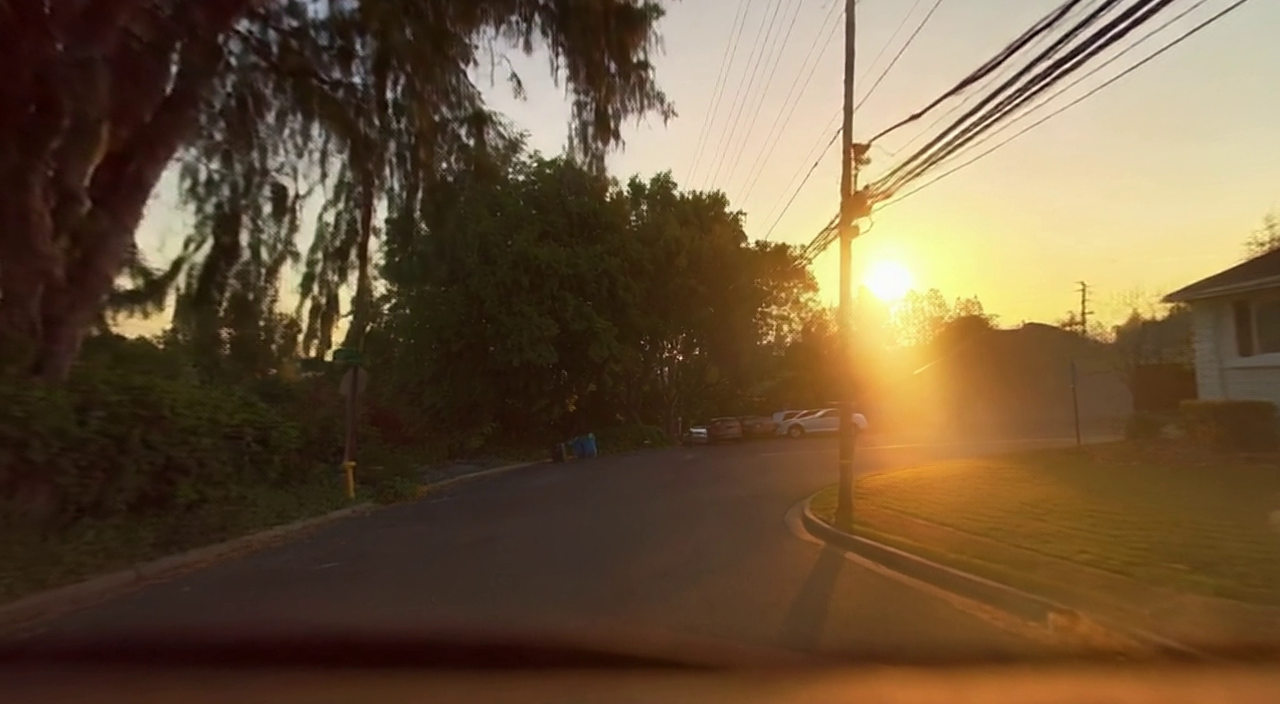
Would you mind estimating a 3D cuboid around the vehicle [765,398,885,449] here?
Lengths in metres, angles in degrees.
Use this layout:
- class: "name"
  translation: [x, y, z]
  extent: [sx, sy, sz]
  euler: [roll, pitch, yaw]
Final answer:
- class: "vehicle"
  translation: [7.876, 3.105, 26.898]
  extent: [4.780, 1.984, 1.896]
  euler: [4, -9, -24]
